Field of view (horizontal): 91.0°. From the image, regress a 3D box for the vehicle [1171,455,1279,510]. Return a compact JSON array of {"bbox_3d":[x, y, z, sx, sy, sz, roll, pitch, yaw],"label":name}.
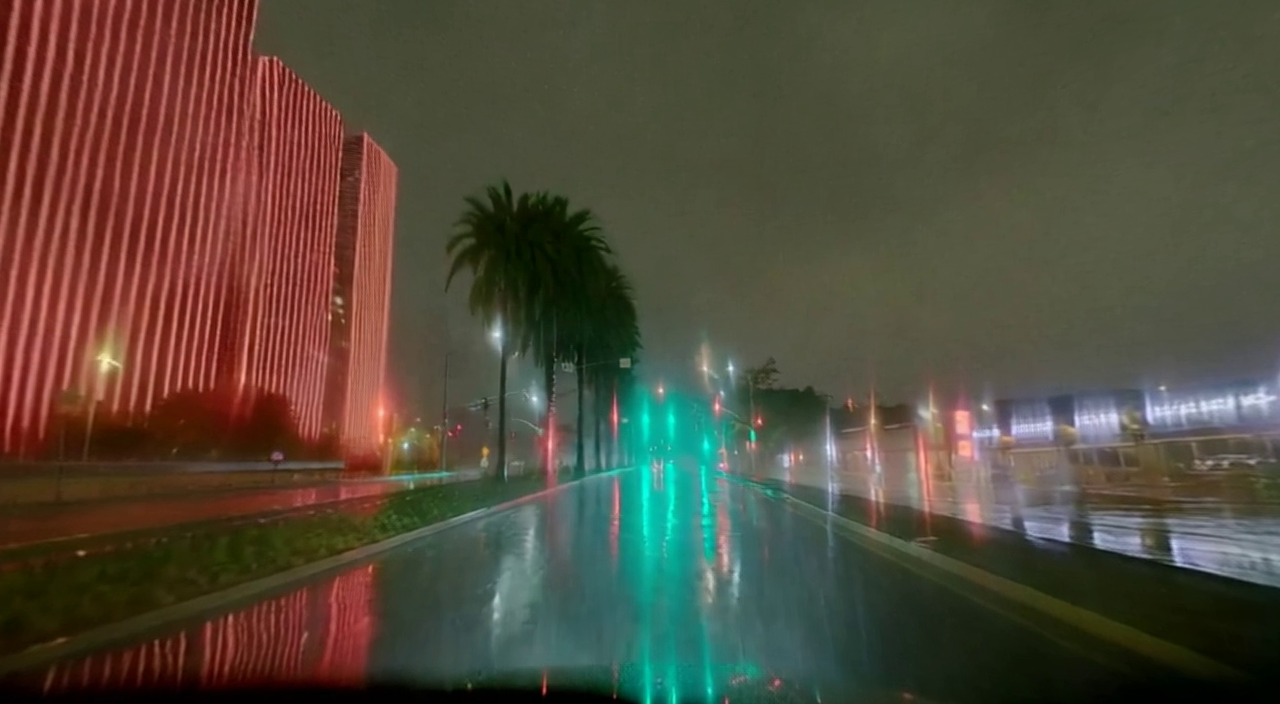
[{"bbox_3d":[29.719,6.344,30.402,2.599,2.380,6.013,-2,-14,-1],"label":"vehicle"}]
